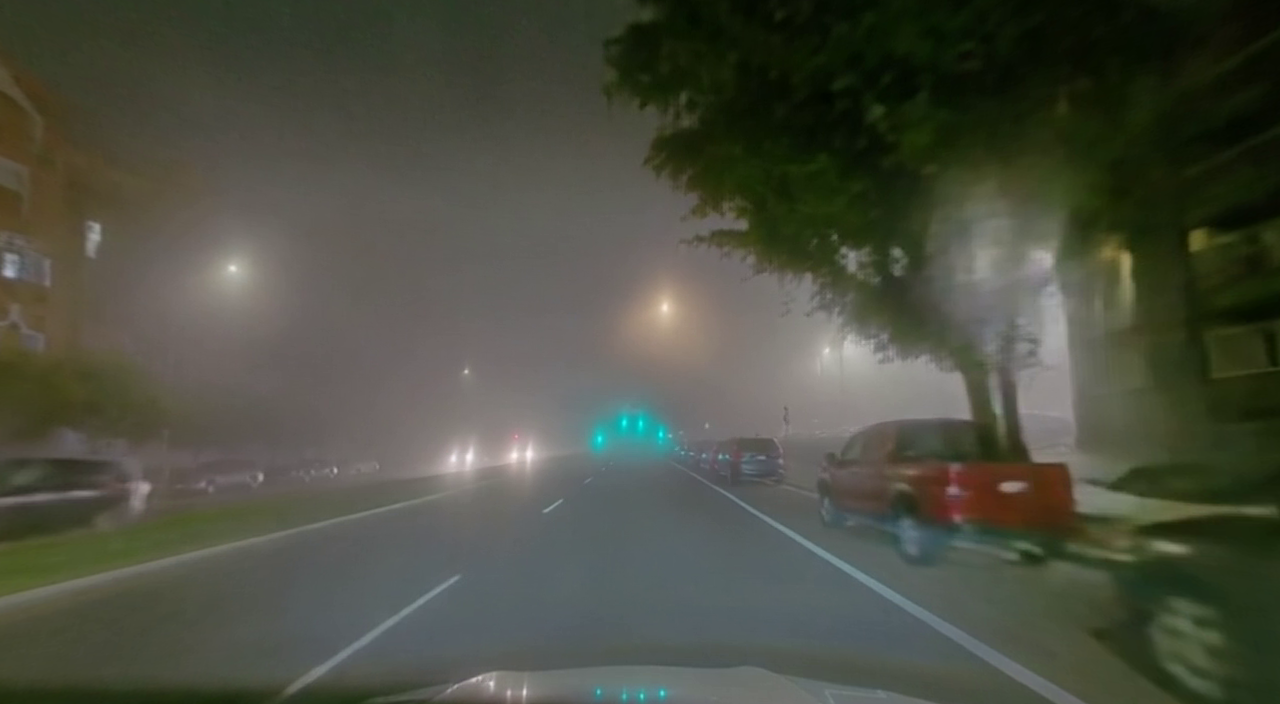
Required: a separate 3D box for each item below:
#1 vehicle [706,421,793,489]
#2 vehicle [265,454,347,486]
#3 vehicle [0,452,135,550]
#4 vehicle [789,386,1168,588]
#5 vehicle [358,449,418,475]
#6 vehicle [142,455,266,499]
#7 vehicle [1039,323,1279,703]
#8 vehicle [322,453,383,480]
[{"bbox_3d":[3.375,3.288,20.417,1.935,1.920,4.397,0,-8,-1],"label":"vehicle"},{"bbox_3d":[-17.894,6.331,34.100,1.932,1.510,4.685,0,-8,-1],"label":"vehicle"},{"bbox_3d":[-11.176,2.424,10.334,1.982,1.515,4.648,0,-8,0],"label":"vehicle"},{"bbox_3d":[3.532,1.523,7.992,2.012,1.748,4.849,0,-8,-1],"label":"vehicle"},{"bbox_3d":[-18.118,7.908,45.724,2.037,1.694,5.511,0,-8,0],"label":"vehicle"},{"bbox_3d":[-17.934,5.133,26.317,1.826,1.544,4.680,0,-8,0],"label":"vehicle"},{"bbox_3d":[3.528,0.641,1.579,1.975,1.762,4.607,0,-8,-1],"label":"vehicle"},{"bbox_3d":[-17.909,7.127,39.618,1.780,1.463,4.573,0,-8,-2],"label":"vehicle"}]
